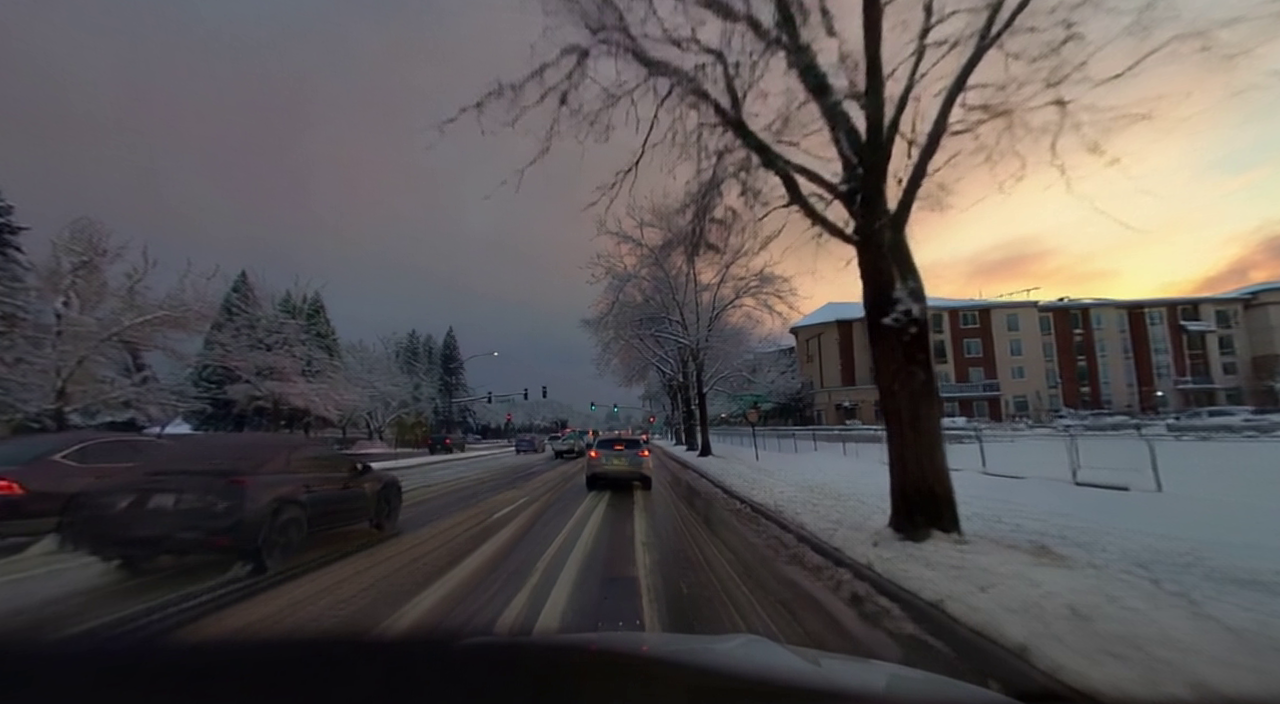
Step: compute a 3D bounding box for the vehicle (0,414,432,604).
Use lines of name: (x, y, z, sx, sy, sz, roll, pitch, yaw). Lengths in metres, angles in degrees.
vehicle: (-4.249, 1.611, 7.466, 2.032, 1.515, 4.641, 0, -8, 0)

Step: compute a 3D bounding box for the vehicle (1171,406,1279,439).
vehicle: (26.711, 3.211, 28.647, 3.719, 1.416, 1.741, 0, -9, -4)

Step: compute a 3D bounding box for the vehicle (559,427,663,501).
vehicle: (-0.622, 2.589, 14.981, 2.099, 1.469, 4.389, 0, -8, -1)
